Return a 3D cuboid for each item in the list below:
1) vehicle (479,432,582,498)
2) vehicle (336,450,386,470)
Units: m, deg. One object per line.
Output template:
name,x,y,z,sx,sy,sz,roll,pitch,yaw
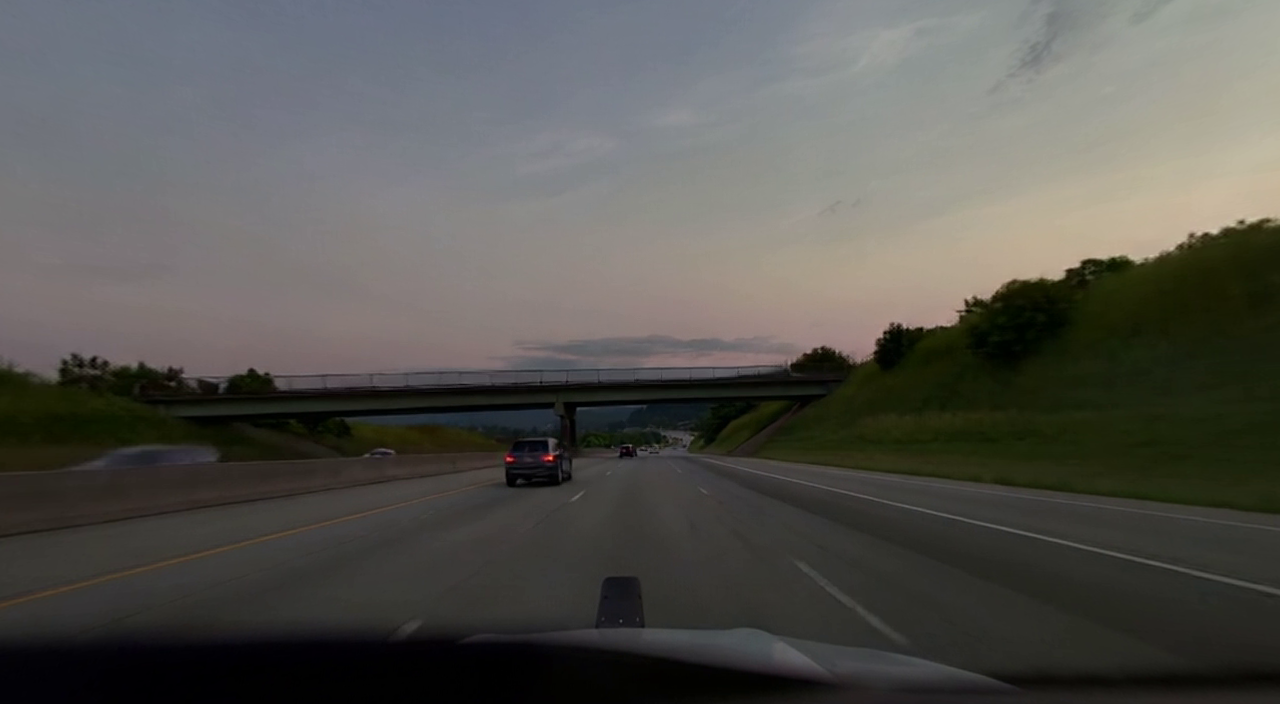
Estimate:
vehicle,-3.137,3.367,19.124,2.181,1.730,4.517,0,-9,2
vehicle,-21.388,8.297,48.542,1.812,1.445,4.165,-1,-9,2
